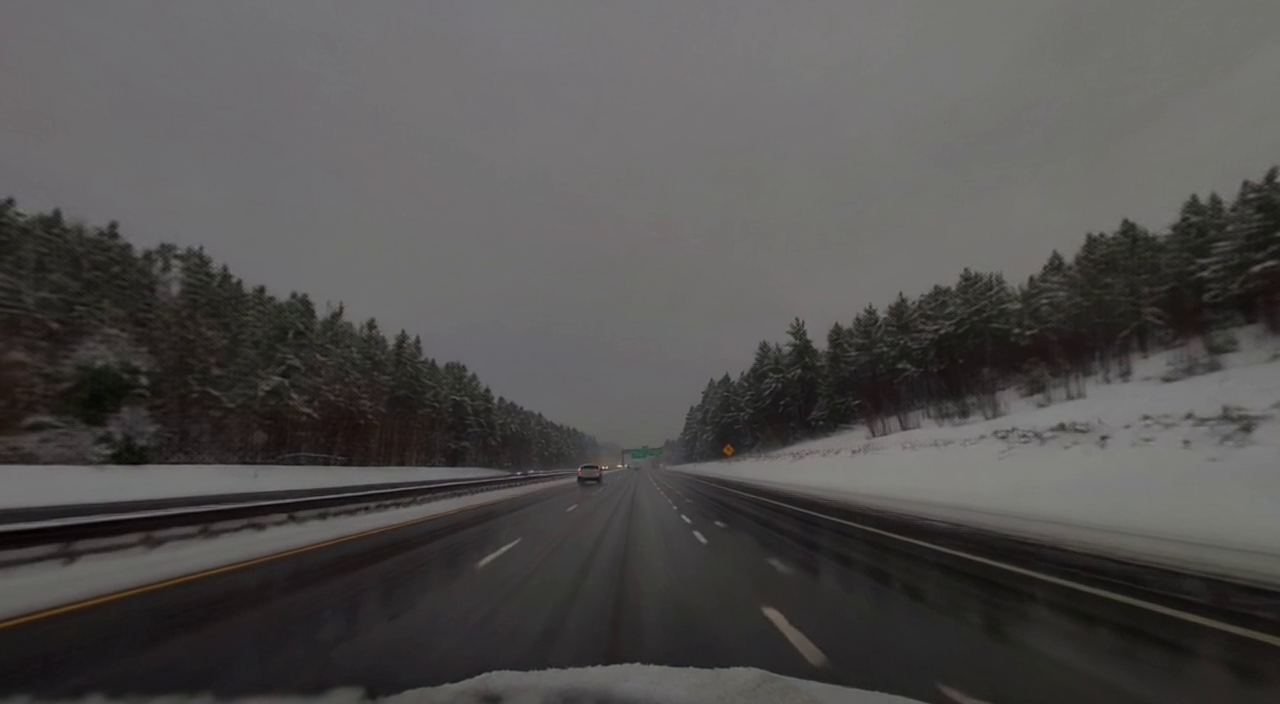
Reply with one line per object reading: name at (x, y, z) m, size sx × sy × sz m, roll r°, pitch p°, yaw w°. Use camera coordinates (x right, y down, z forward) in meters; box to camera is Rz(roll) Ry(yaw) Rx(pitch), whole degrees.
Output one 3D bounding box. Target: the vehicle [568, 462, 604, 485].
vehicle at (-3.883, 8.906, 46.292) m, size 2.180 × 1.618 × 4.219 m, roll 1°, pitch -10°, yaw 1°
